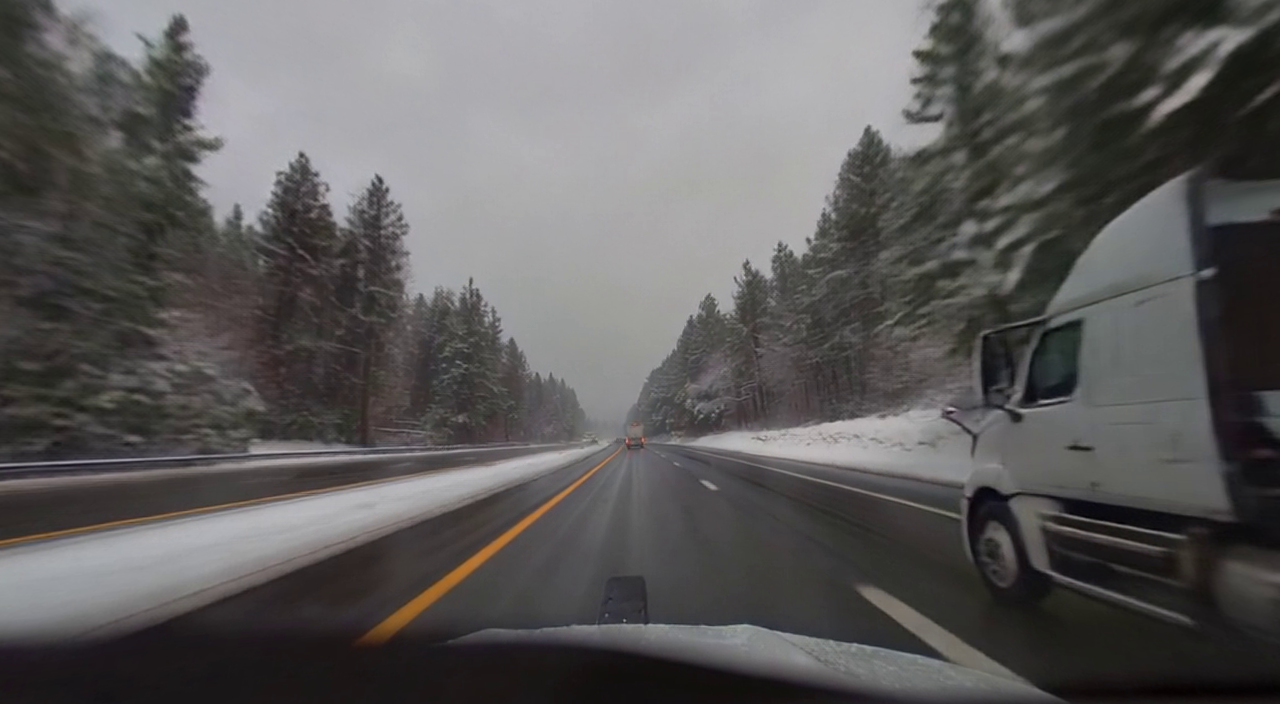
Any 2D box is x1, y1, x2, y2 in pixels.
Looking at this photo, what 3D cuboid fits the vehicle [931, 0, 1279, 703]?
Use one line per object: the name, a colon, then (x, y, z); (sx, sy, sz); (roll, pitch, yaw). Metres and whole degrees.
vehicle: (4.168, -0.249, 1.120); (3.013, 3.462, 8.956); (0, -8, 0)
